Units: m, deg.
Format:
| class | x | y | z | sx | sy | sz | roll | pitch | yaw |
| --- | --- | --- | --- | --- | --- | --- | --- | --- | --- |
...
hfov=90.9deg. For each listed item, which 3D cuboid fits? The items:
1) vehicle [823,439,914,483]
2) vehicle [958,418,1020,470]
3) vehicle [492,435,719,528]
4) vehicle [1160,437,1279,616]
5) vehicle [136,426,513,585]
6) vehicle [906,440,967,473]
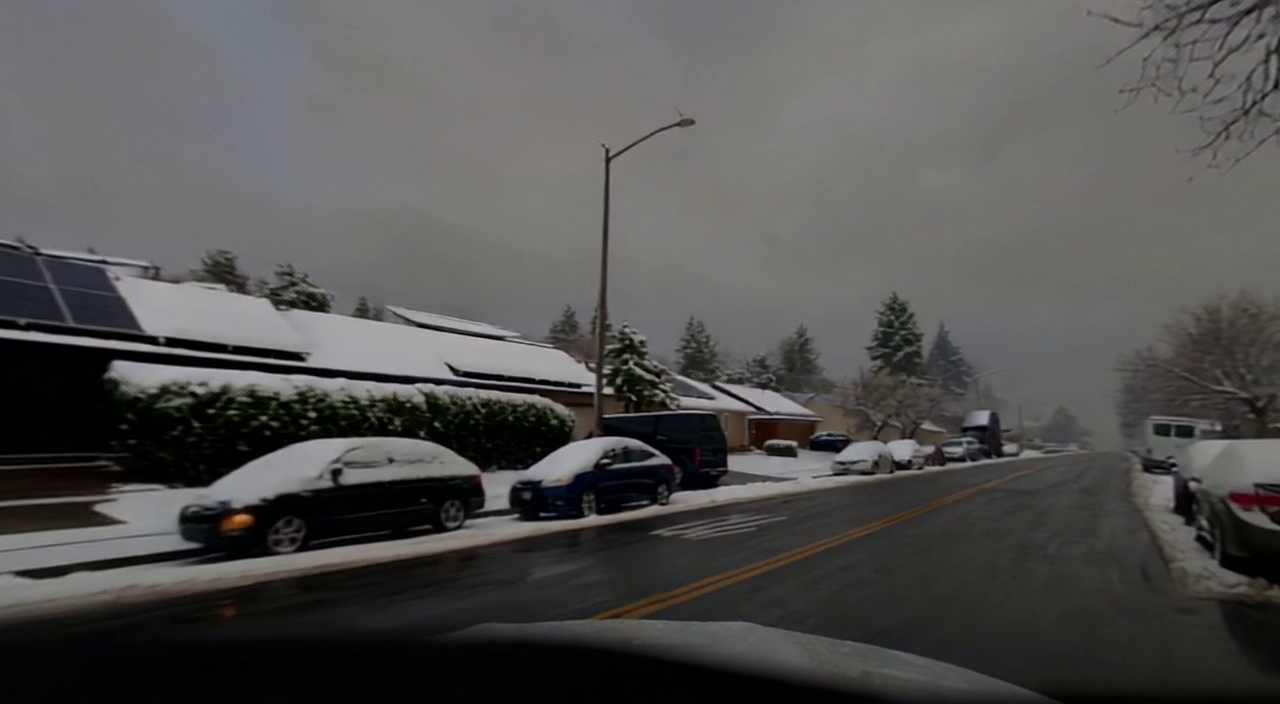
| class | x | y | z | sx | sy | sz | roll | pitch | yaw |
| --- | --- | --- | --- | --- | --- | --- | --- | --- | --- |
| vehicle | 9.017 | 4.221 | 24.599 | 1.901 | 1.472 | 4.676 | -11 | -13 | 35 |
| vehicle | 27.184 | 7.042 | 48.789 | 2.896 | 3.648 | 8.004 | -6 | -9 | 36 |
| vehicle | -0.467 | 2.394 | 12.334 | 1.848 | 1.406 | 4.601 | -9 | -11 | 37 |
| vehicle | 7.168 | 1.684 | 6.906 | 1.969 | 1.478 | 4.632 | -6 | -9 | 37 |
| vehicle | -3.729 | 1.802 | 8.092 | 1.805 | 1.488 | 3.838 | -7 | -12 | 37 |
| vehicle | 15.786 | 5.582 | 33.376 | 1.818 | 1.563 | 4.483 | -8 | -14 | 37 |
